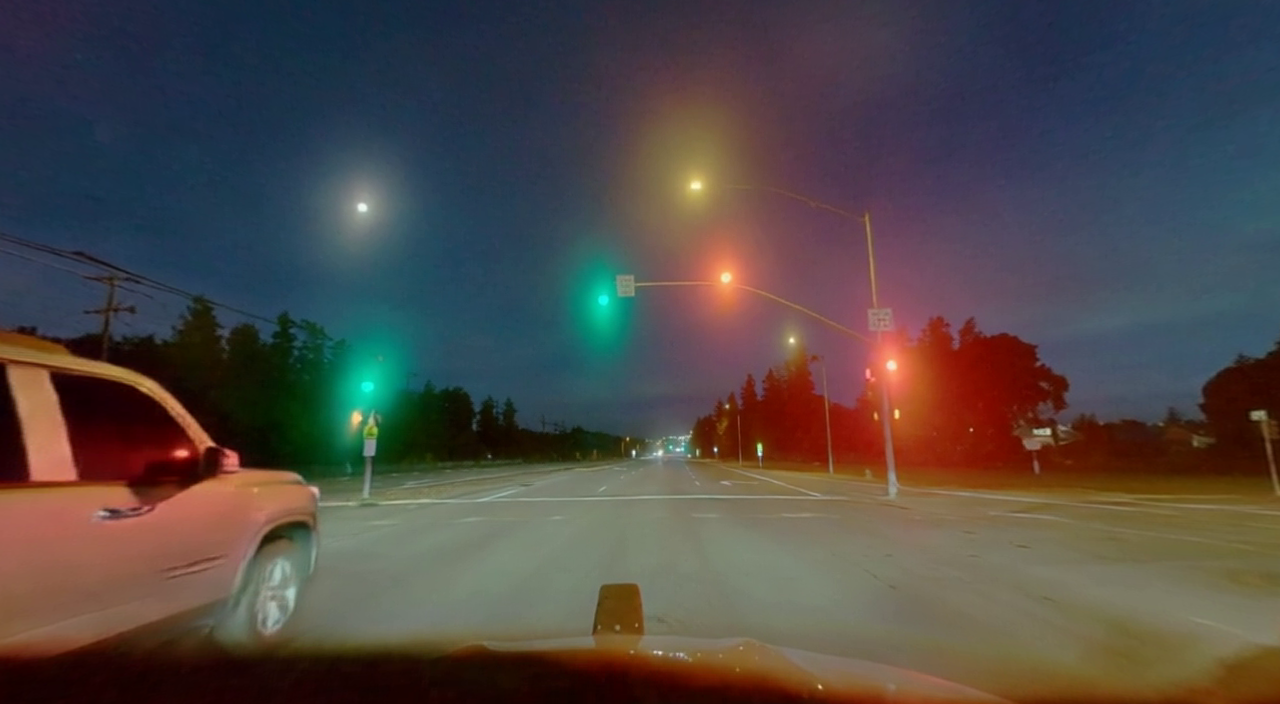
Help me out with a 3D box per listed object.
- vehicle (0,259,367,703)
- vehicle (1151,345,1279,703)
[{"bbox_3d":[-3.428,0.708,2.404,2.374,1.985,5.391,0,-8,0],"label":"vehicle"},{"bbox_3d":[3.615,0.594,0.956,2.056,1.703,4.305,0,-8,1],"label":"vehicle"}]
